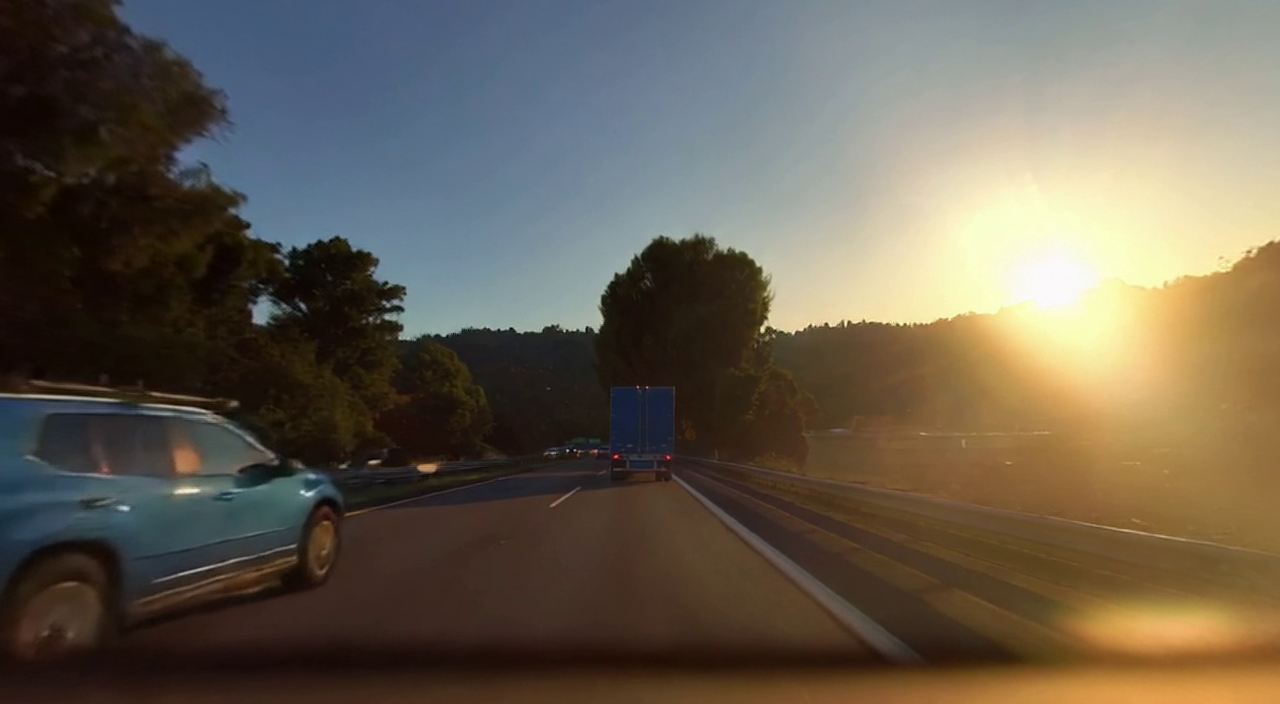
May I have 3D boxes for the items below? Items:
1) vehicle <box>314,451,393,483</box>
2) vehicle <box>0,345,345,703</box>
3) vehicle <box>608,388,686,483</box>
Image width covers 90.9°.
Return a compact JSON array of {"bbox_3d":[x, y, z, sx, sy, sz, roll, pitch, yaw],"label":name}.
[{"bbox_3d":[-14.487,5.805,32.165,1.906,1.484,4.437,0,-9,0],"label":"vehicle"},{"bbox_3d":[-3.558,0.900,2.998,2.160,1.661,4.388,0,-9,0],"label":"vehicle"},{"bbox_3d":[0.114,3.760,27.882,2.913,3.530,8.648,0,-9,-2],"label":"vehicle"}]
